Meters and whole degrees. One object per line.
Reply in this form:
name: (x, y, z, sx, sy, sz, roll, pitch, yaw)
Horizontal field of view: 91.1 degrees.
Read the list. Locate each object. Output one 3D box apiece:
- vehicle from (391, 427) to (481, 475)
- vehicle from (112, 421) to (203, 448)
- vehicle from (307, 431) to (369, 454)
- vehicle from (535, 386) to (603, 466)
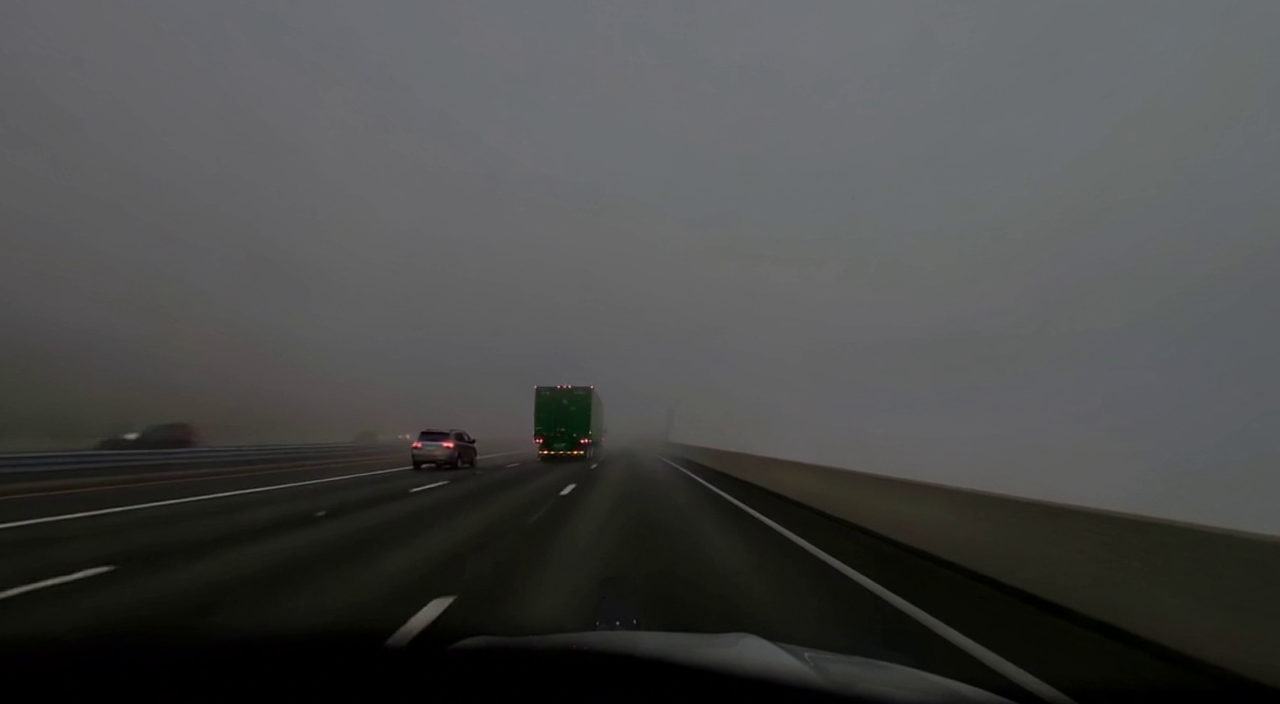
vehicle: (-7.798, 3.807, 24.550, 2.075, 1.691, 4.431, 0, -8, 0)
vehicle: (-28.182, 4.856, 36.909, 1.823, 1.471, 4.473, 0, -8, 0)
vehicle: (-20.561, 6.202, 43.048, 2.075, 1.482, 4.428, 0, -8, 0)
vehicle: (-3.970, 4.612, 37.989, 3.002, 3.987, 12.477, -1, -8, -2)
